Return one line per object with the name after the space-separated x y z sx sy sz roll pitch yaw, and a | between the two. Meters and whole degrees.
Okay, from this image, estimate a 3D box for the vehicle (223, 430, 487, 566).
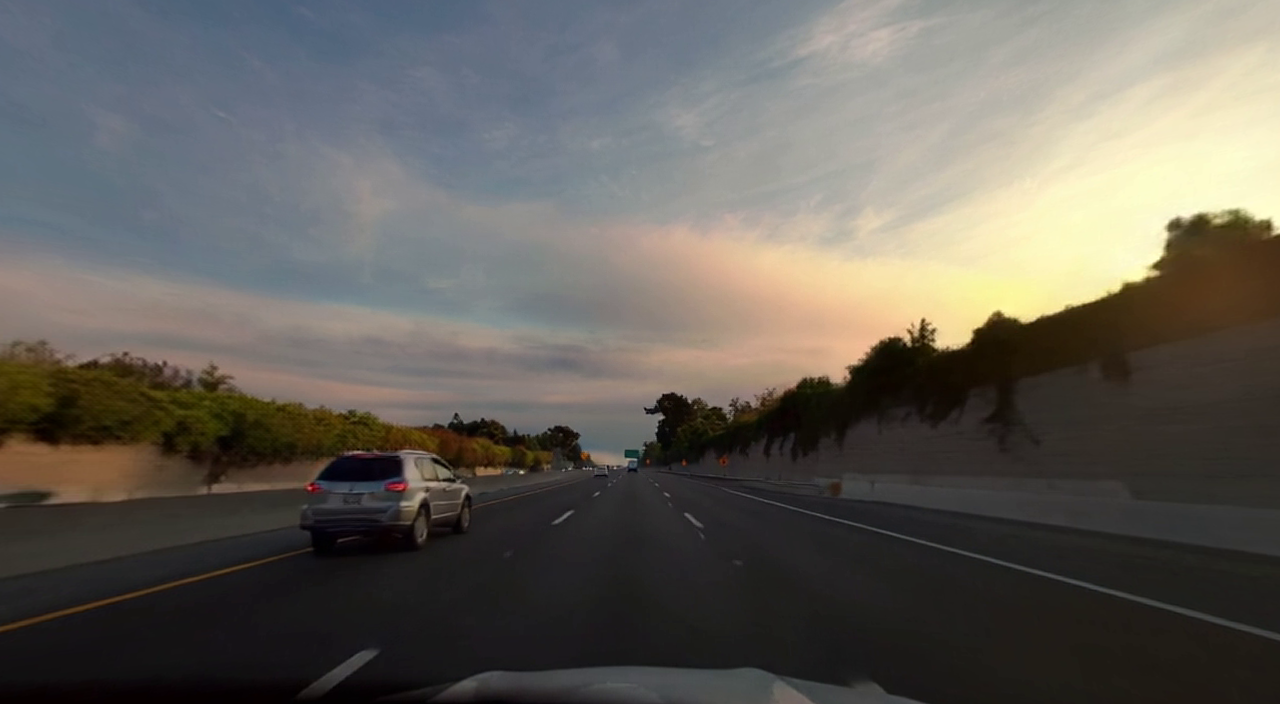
-4.306 2.347 10.689 2.178 1.736 4.847 1 -10 0 | vehicle
